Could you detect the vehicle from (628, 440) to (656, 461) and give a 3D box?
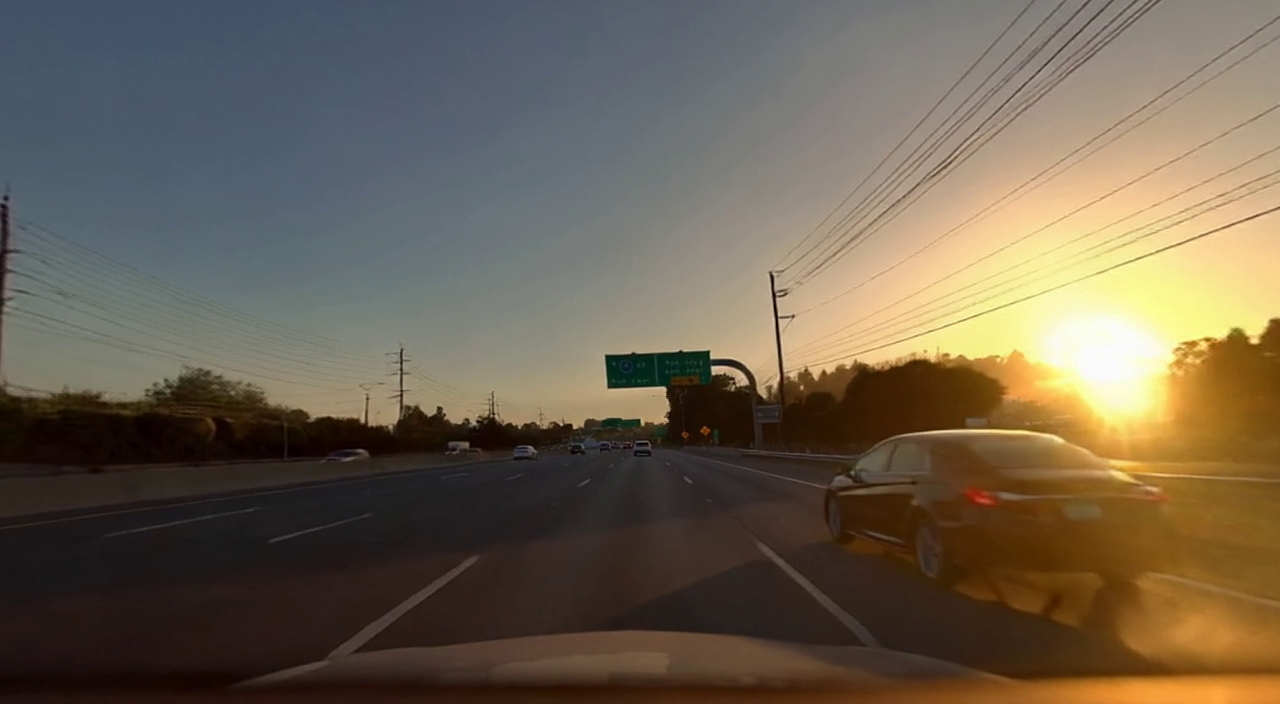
[{"bbox_3d":[0.122,7.422,47.555,2.036,1.474,3.969,0,-8,0],"label":"vehicle"}]

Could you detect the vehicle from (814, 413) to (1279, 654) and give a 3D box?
[{"bbox_3d":[3.421,1.486,6.309,2.060,1.526,4.387,0,-8,0],"label":"vehicle"}]
